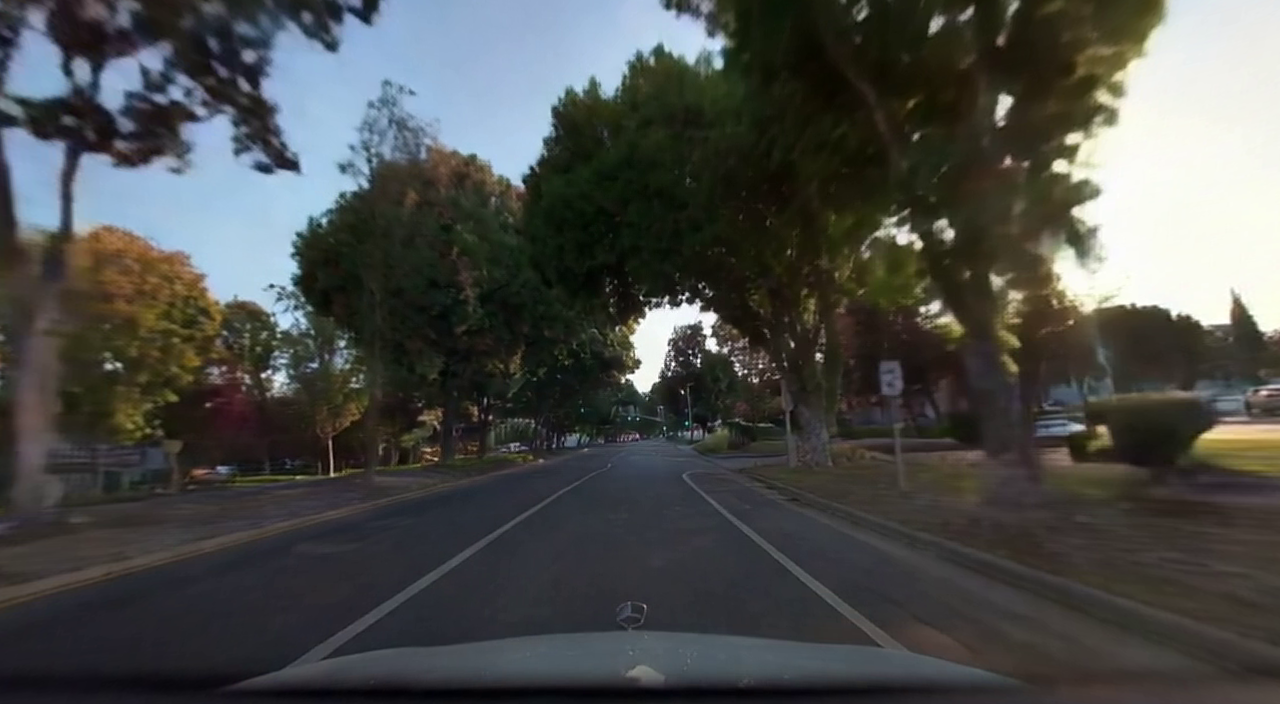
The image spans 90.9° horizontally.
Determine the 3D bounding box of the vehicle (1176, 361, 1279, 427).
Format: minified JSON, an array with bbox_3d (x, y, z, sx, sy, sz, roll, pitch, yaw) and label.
[{"bbox_3d":[41.294,2.453,41.136,8.935,3.546,2.885,-14,-10,37],"label":"vehicle"}]
